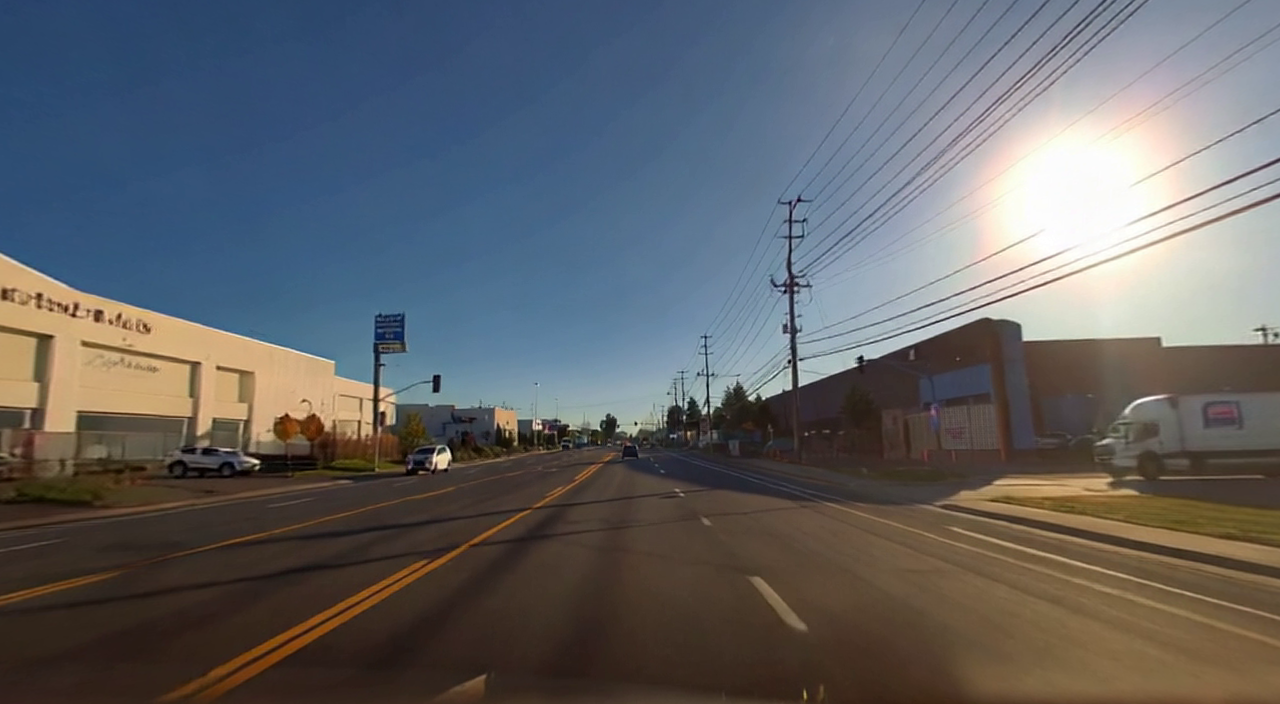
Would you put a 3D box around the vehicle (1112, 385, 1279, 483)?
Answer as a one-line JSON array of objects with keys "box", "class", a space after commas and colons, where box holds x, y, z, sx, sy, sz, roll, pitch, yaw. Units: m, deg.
[{"box": [24.611, 3.304, 25.366, 8.701, 3.665, 2.906, 0, -8, 1], "class": "vehicle"}]

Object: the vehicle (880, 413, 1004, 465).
[{"box": [22.135, 6.447, 46.604, 7.478, 3.666, 2.863, 0, -8, 0], "class": "vehicle"}]

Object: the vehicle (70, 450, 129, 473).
[{"box": [-37.788, 7.638, 44.148, 4.343, 1.483, 1.916, -6, -10, 34], "class": "vehicle"}]

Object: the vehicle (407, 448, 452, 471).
[{"box": [-16.151, 8.224, 48.621, 1.936, 1.555, 4.533, -1, -8, 0], "class": "vehicle"}]

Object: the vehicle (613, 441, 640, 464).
[{"box": [-0.960, 7.467, 47.076, 1.937, 1.588, 3.746, 0, -8, 0], "class": "vehicle"}]
